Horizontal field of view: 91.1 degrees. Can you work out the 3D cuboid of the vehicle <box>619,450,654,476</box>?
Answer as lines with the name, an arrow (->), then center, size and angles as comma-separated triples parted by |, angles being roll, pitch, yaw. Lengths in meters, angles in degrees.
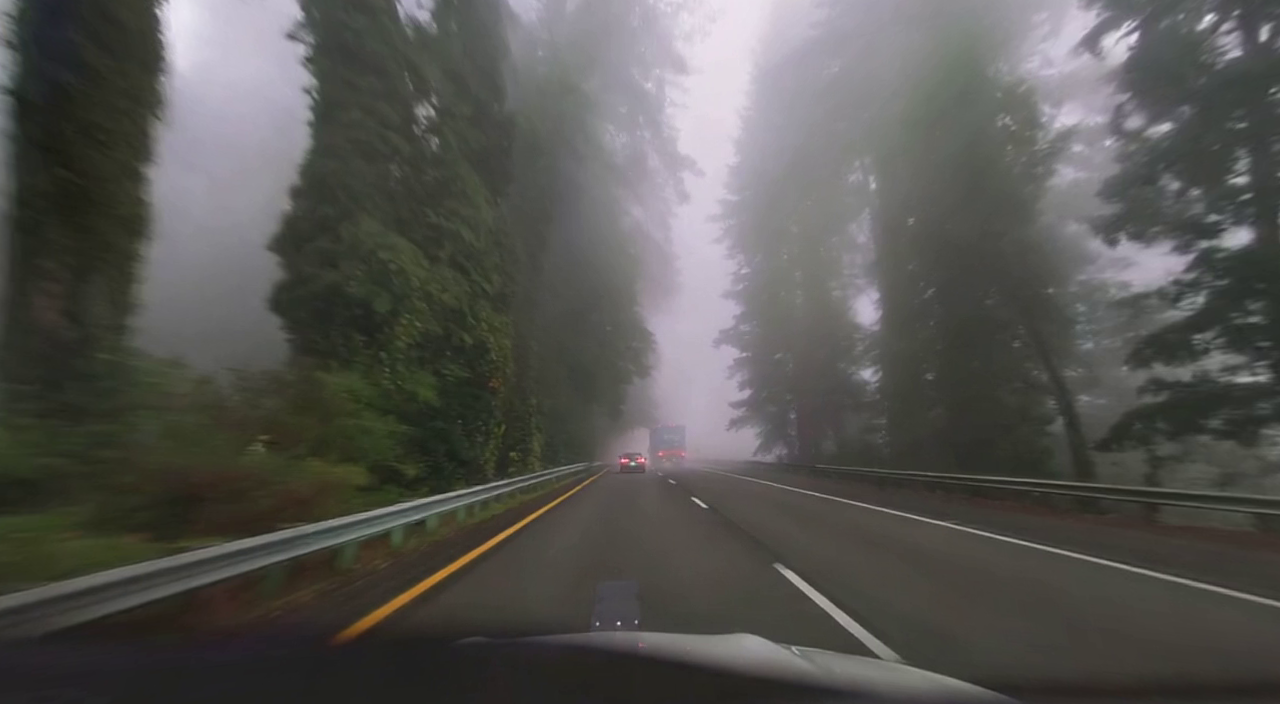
vehicle -> -0.215, 7.030, 39.934 | 2.057, 1.528, 3.958 | -1, -9, 0
